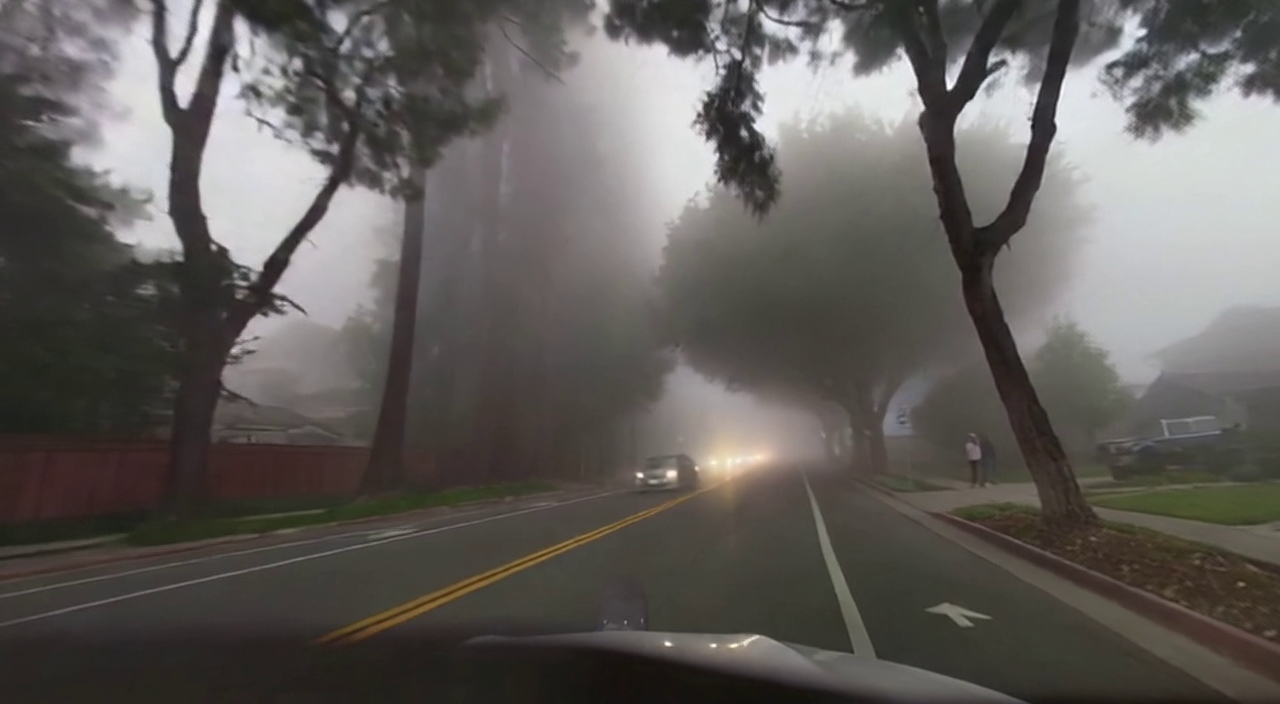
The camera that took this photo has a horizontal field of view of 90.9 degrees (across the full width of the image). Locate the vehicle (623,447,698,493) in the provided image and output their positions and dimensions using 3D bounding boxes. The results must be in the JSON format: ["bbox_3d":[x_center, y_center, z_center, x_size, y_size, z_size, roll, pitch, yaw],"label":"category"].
[{"bbox_3d":[0.885,4.333,23.622,1.906,1.498,4.222,-2,-8,15],"label":"vehicle"}]

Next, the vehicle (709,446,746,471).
[{"bbox_3d":[6.542,7.852,46.708,2.167,1.691,4.755,-2,-8,15],"label":"vehicle"}]
